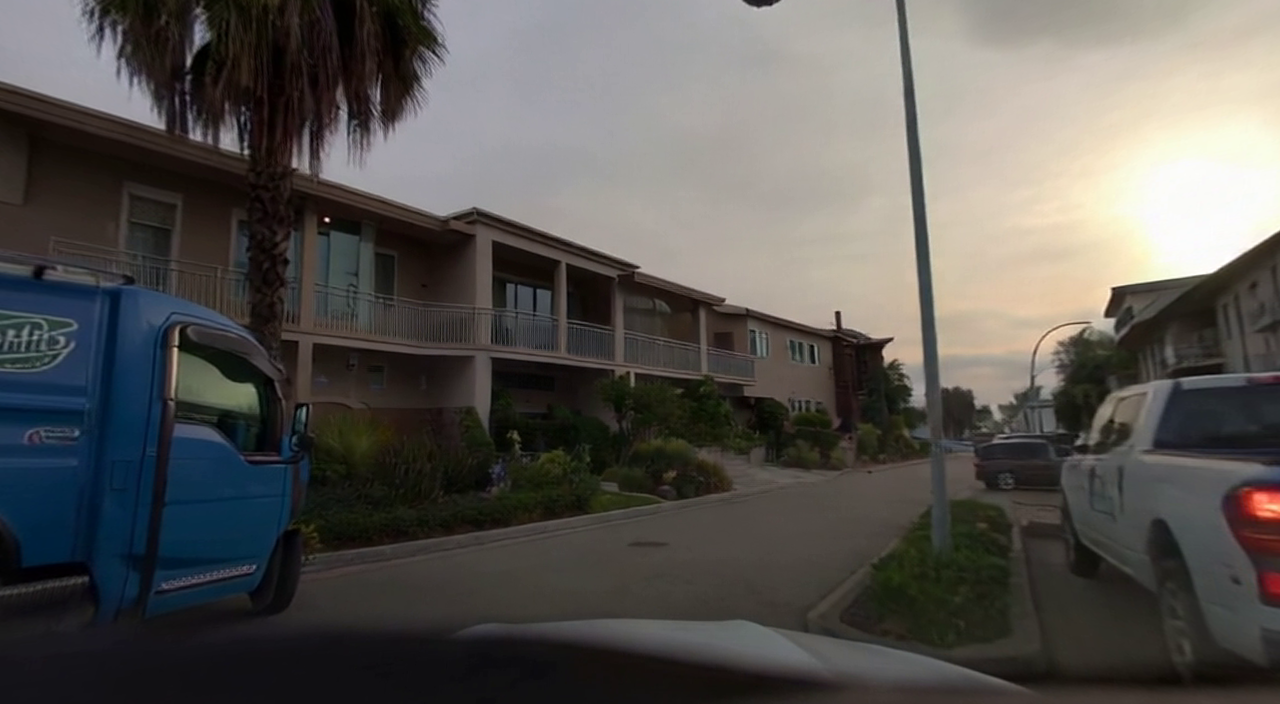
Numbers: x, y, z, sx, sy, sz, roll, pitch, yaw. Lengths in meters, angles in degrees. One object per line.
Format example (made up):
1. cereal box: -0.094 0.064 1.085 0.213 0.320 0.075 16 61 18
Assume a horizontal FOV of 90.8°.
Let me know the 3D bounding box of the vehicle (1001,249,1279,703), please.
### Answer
1. vehicle: 4.374 0.967 4.660 2.418 2.078 5.866 -4 -9 25

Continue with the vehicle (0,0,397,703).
1. vehicle: -5.712 -0.449 0.543 2.998 3.659 10.517 -5 -10 30
